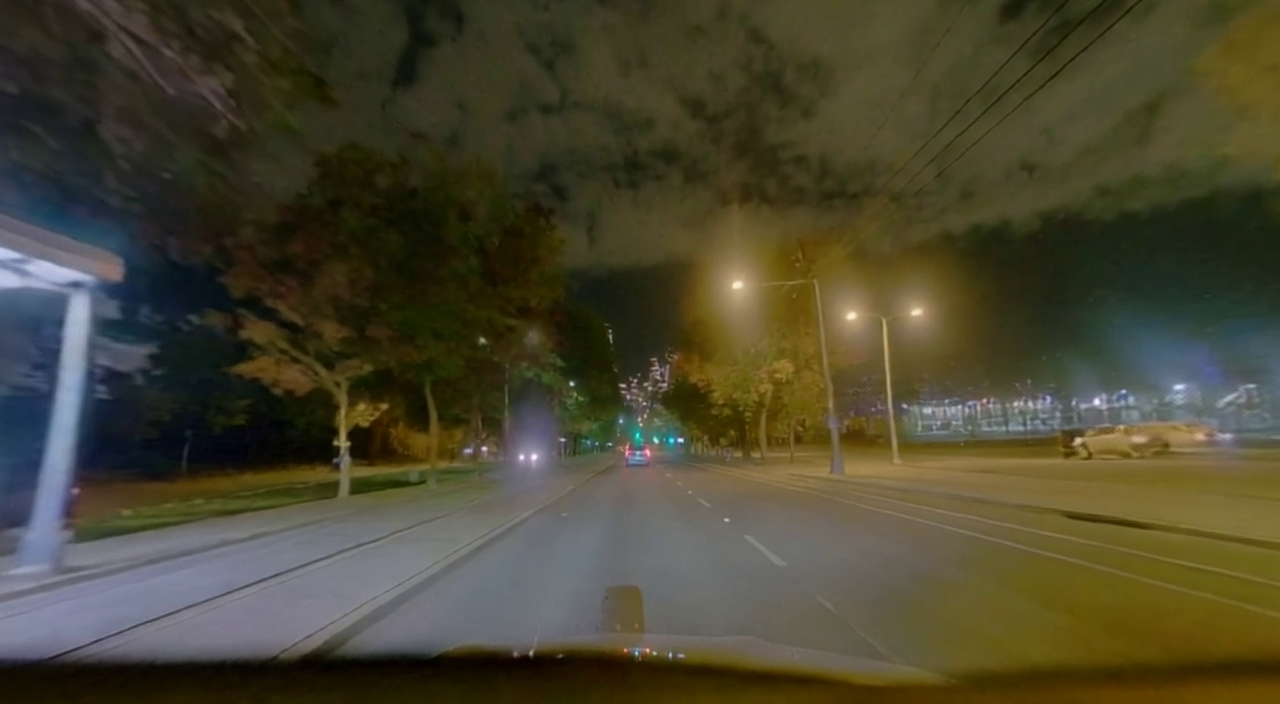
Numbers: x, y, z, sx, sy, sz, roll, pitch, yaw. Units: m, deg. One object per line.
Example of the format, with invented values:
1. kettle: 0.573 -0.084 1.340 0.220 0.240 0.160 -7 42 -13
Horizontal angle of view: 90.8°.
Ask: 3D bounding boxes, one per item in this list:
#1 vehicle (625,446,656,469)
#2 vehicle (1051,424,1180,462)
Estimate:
1. vehicle: 0.007 7.783 46.775 2.109 1.501 4.042 -1 -8 -1
2. vehicle: 25.919 5.096 34.809 2.189 1.805 5.633 -1 -10 -7
